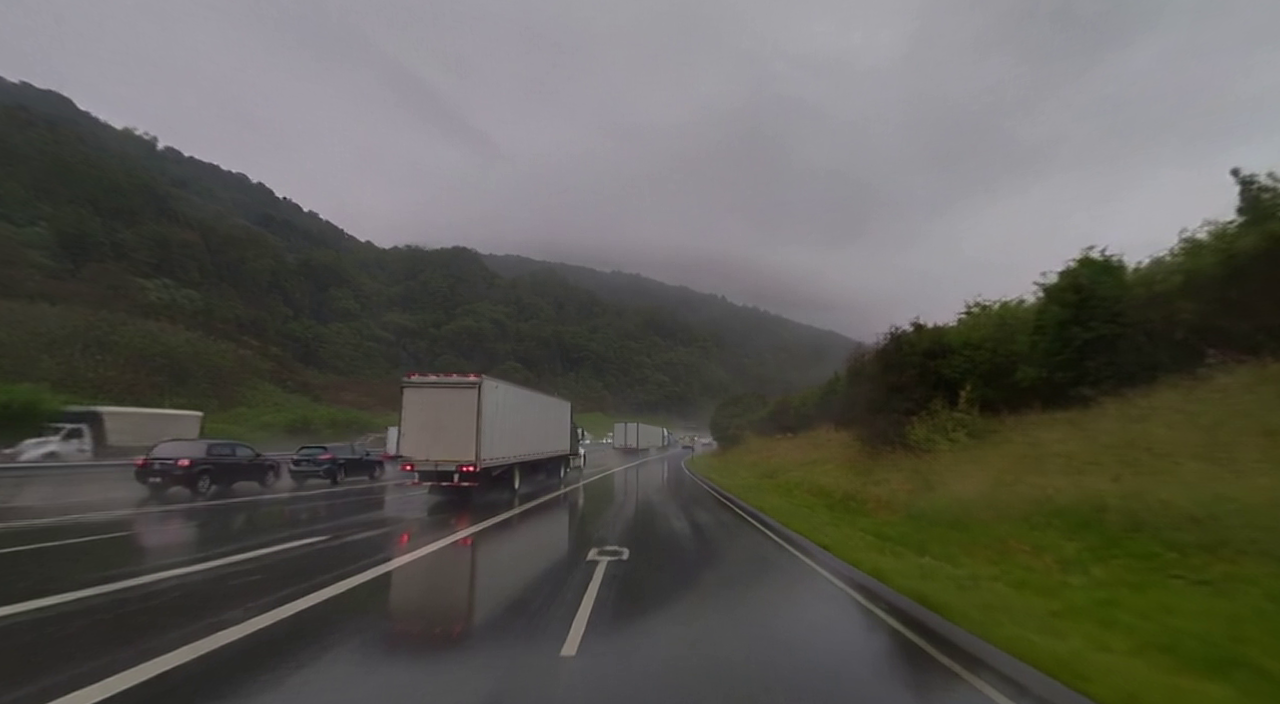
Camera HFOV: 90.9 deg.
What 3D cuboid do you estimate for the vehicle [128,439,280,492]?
[{"bbox_3d":[-15.271,3.995,22.422,1.943,1.662,4.283,-1,-9,8],"label":"vehicle"}]

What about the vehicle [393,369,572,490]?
[{"bbox_3d":[-6.138,3.734,28.608,2.848,4.067,14.314,-1,-9,7],"label":"vehicle"}]

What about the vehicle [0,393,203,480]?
[{"bbox_3d":[-29.182,4.634,33.905,2.934,3.945,10.035,-2,-9,9],"label":"vehicle"}]

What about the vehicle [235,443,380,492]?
[{"bbox_3d":[-11.370,3.986,22.034,1.925,1.493,4.864,-1,-9,8],"label":"vehicle"}]
